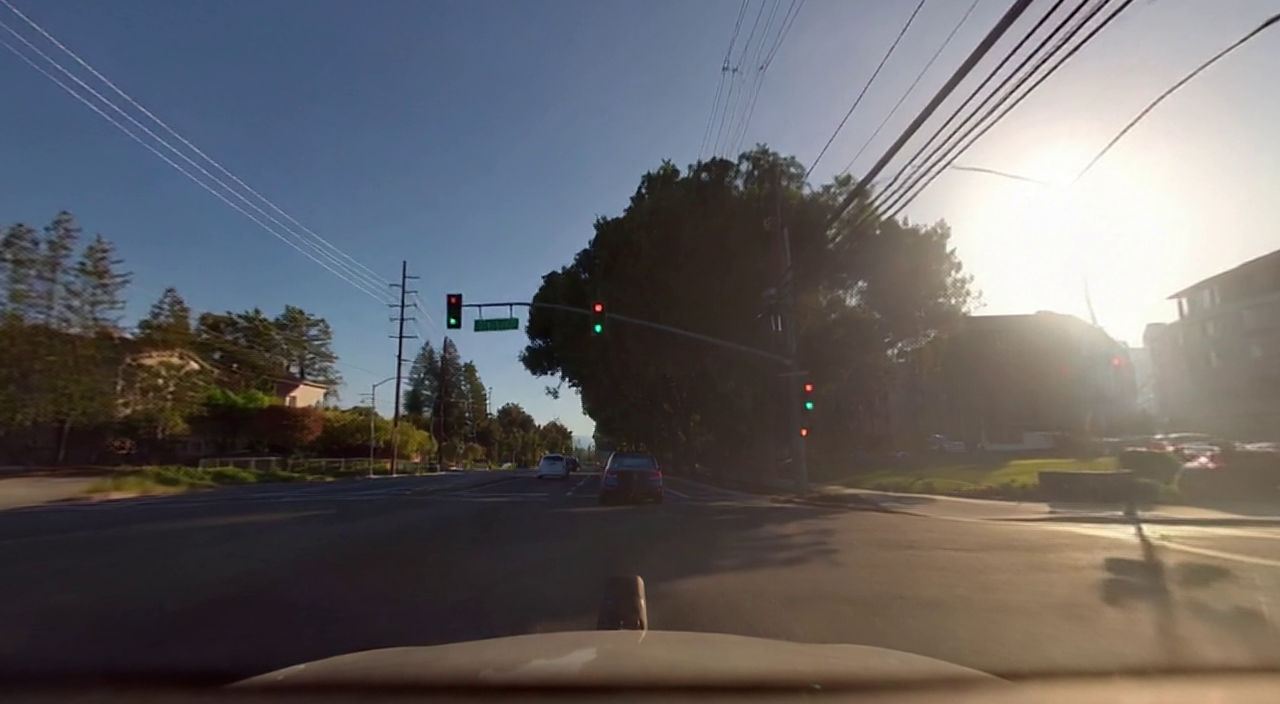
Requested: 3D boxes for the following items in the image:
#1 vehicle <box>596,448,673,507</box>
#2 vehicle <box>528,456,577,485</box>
[{"bbox_3d":[-0.182,3.824,19.763,2.156,1.636,3.923,0,-9,-1],"label":"vehicle"},{"bbox_3d":[-4.929,6.733,36.238,2.153,1.474,4.284,0,-9,0],"label":"vehicle"}]
